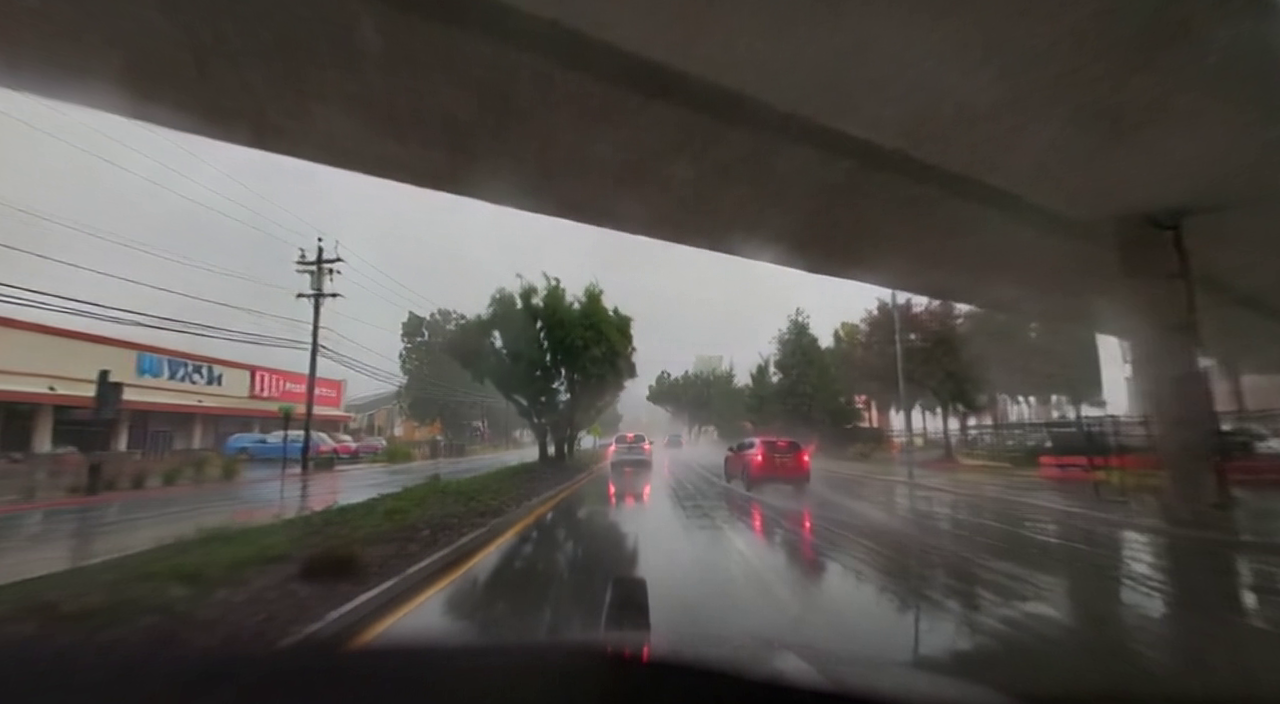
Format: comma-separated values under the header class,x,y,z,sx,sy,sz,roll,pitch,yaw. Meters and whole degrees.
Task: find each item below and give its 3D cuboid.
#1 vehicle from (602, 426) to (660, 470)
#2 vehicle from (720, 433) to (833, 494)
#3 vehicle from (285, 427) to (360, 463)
class,x,y,z,sx,sy,sz,roll,pitch,yaw
vehicle,-0.370,4.356,28.657,2.441,1.813,4.581,0,-8,0
vehicle,3.613,3.040,17.611,1.954,1.479,4.557,0,-8,-3
vehicle,-24.164,7.087,48.208,4.412,2.662,2.544,2,-8,-10
